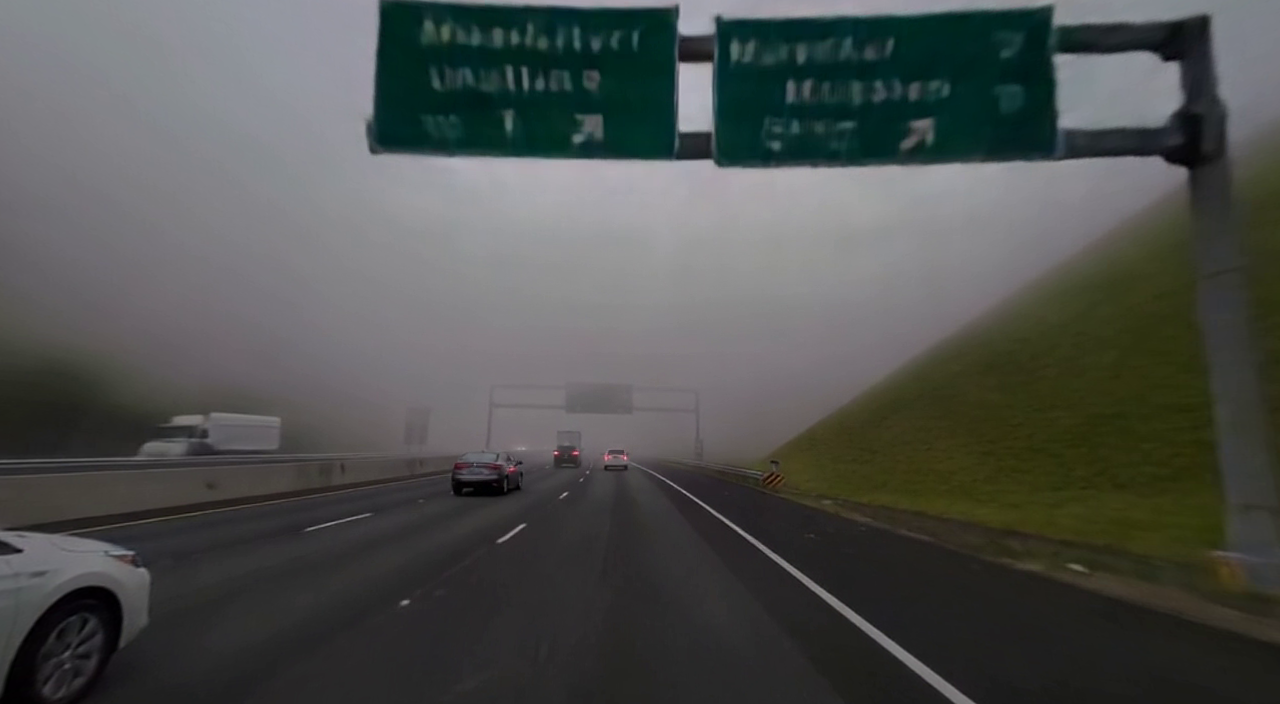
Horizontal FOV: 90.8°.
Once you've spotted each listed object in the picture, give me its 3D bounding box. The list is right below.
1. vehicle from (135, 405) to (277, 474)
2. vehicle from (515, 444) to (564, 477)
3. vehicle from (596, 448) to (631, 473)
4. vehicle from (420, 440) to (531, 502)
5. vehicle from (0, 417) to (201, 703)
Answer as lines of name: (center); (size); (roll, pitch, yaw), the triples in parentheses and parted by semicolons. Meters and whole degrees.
vehicle: (-24.341, 5.055, 36.050); (2.694, 3.452, 7.760); (0, -9, -2)
vehicle: (-5.319, 5.824, 34.025); (2.118, 1.624, 4.032); (0, -9, -2)
vehicle: (-1.705, 6.689, 39.142); (1.988, 1.440, 4.201); (0, -9, -4)
vehicle: (-4.723, 3.475, 18.855); (2.208, 1.619, 4.162); (0, -9, -1)
vehicle: (-3.737, 0.921, 1.966); (1.892, 1.492, 3.940); (0, -9, 0)
